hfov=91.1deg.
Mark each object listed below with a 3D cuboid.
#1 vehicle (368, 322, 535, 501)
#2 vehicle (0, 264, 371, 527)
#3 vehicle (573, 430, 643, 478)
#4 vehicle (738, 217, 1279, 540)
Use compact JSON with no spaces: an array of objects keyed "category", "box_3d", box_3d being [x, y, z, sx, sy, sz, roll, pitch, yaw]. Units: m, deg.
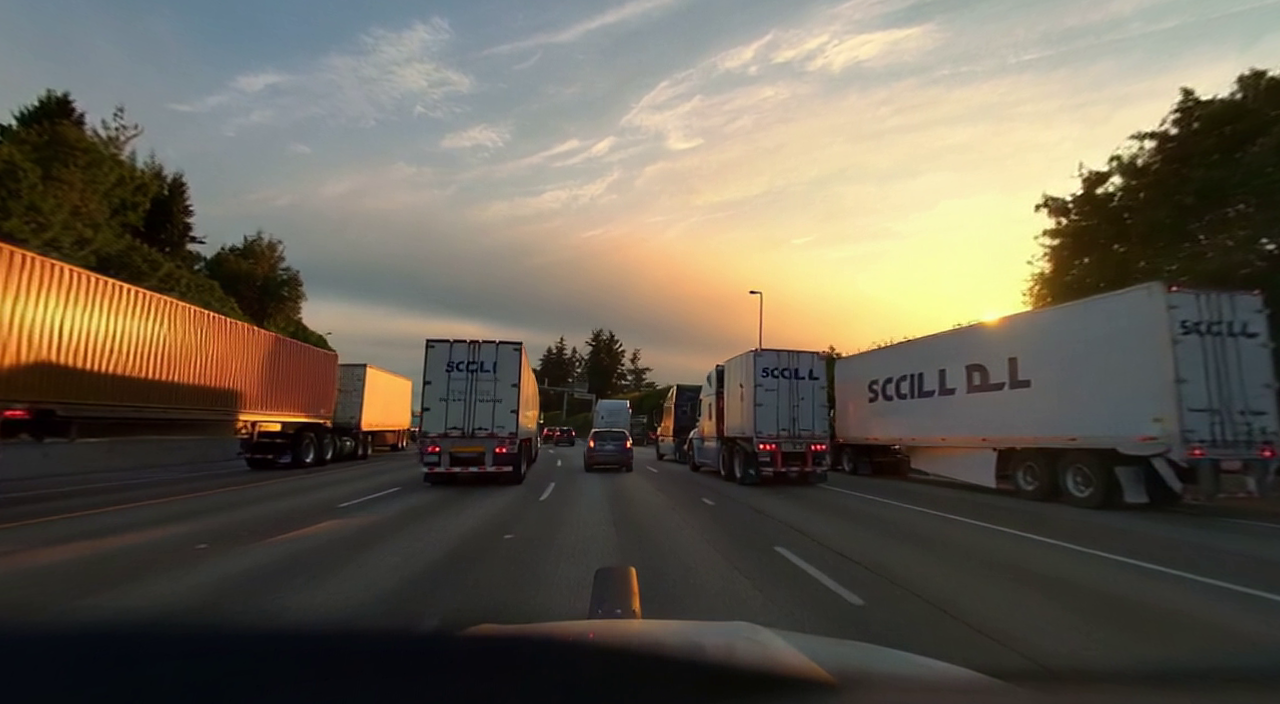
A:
[{"category":"vehicle","box_3d":[-4.717,1.817,17.857,2.822,3.788,8.799,1,-8,-6]},{"category":"vehicle","box_3d":[-11.065,0.981,12.183,2.867,4.125,14.026,-2,-8,13]},{"category":"vehicle","box_3d":[-1.260,3.602,22.630,2.060,1.540,4.374,1,-8,-9]},{"category":"vehicle","box_3d":[7.242,0.970,12.901,2.820,4.084,13.786,4,-8,-26]}]
